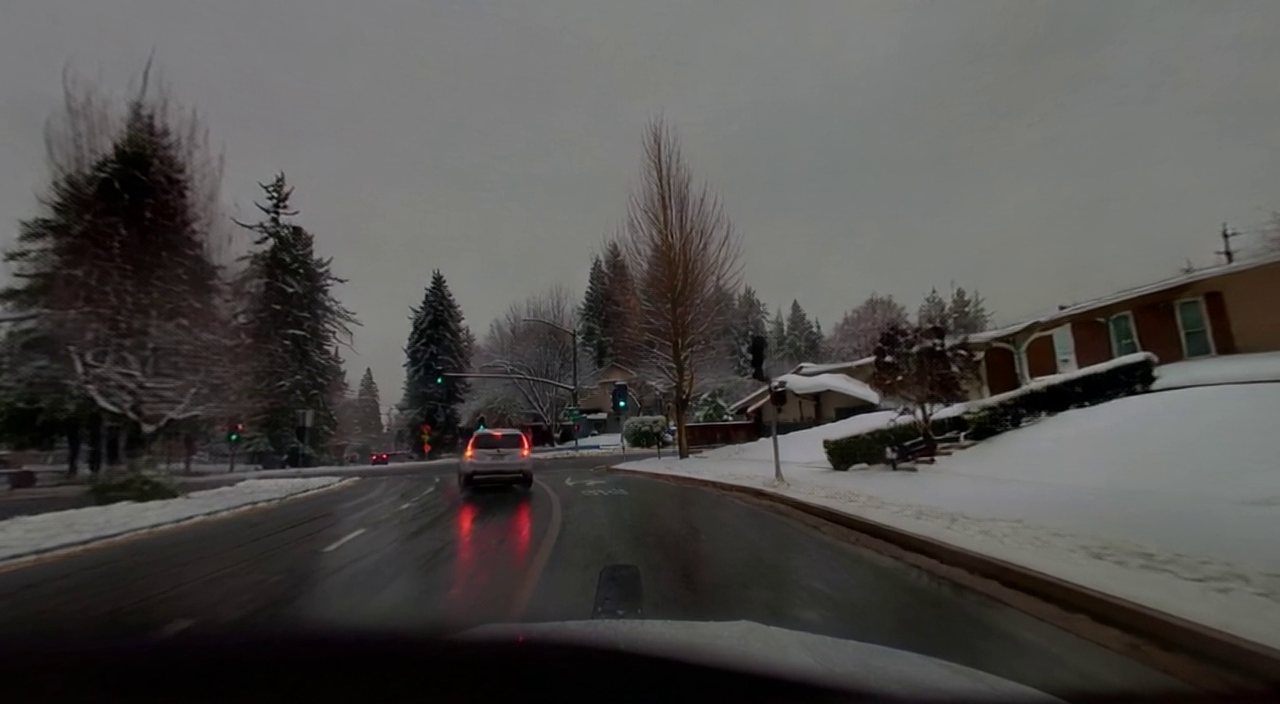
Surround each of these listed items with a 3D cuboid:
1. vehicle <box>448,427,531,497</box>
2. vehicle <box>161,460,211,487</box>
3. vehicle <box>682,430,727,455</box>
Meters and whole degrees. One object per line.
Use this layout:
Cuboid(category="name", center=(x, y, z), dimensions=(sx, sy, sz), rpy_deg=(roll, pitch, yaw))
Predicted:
Cuboid(category="vehicle", center=(-4.250, 3.054, 17.898), dimensions=(1.990, 1.707, 4.225), rpy_deg=(2, -9, -13))
Cuboid(category="vehicle", center=(-31.798, 8.455, 44.366), dimensions=(1.943, 1.677, 4.176), rpy_deg=(3, -9, -23))
Cuboid(category="vehicle", center=(4.063, 5.800, 40.504), dimensions=(1.911, 1.516, 4.251), rpy_deg=(1, -9, -8))
